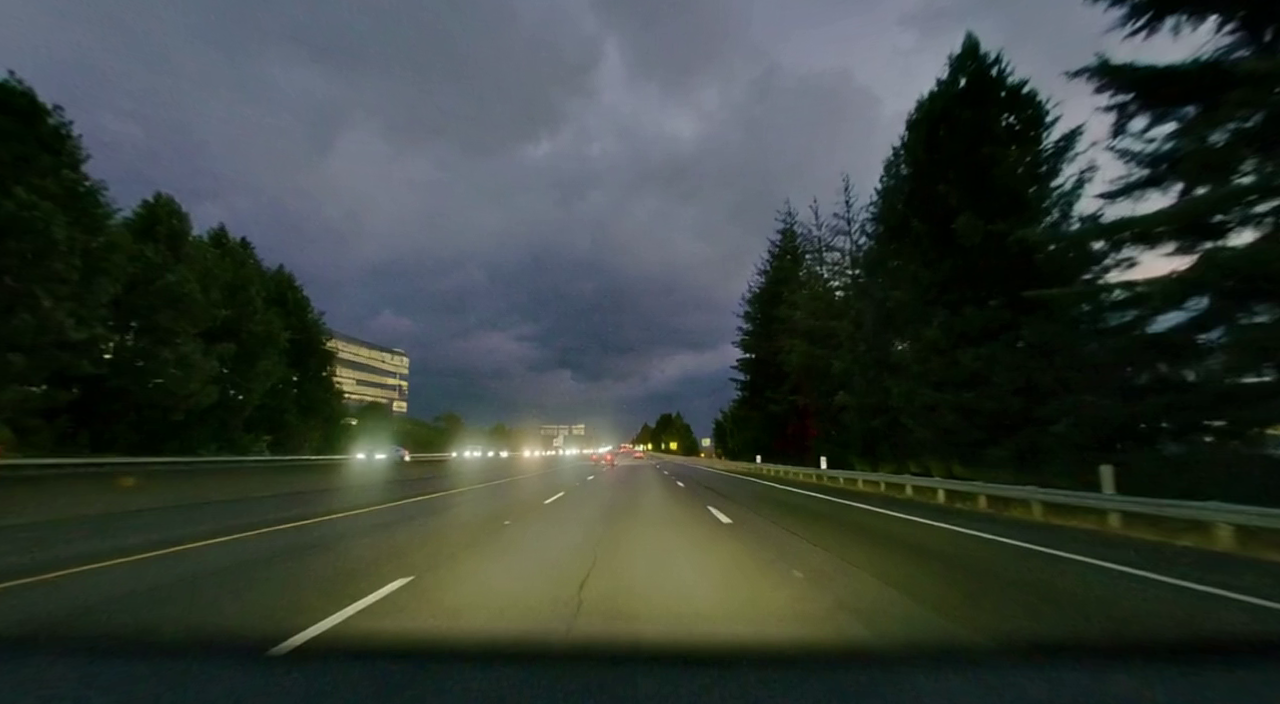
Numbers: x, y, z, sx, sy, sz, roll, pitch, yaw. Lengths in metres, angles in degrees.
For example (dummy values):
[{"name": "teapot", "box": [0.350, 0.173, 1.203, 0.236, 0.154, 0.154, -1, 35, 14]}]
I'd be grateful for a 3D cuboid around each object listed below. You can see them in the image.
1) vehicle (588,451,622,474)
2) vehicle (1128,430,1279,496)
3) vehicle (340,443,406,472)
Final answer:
[{"name": "vehicle", "box": [-2.365, 7.570, 43.445, 2.011, 1.468, 3.883, 0, -9, 1]}, {"name": "vehicle", "box": [31.015, 5.965, 34.346, 2.664, 3.200, 7.119, 0, -9, -4]}, {"name": "vehicle", "box": [-14.871, 5.907, 35.311, 1.945, 1.509, 3.839, 0, -9, 0]}]
